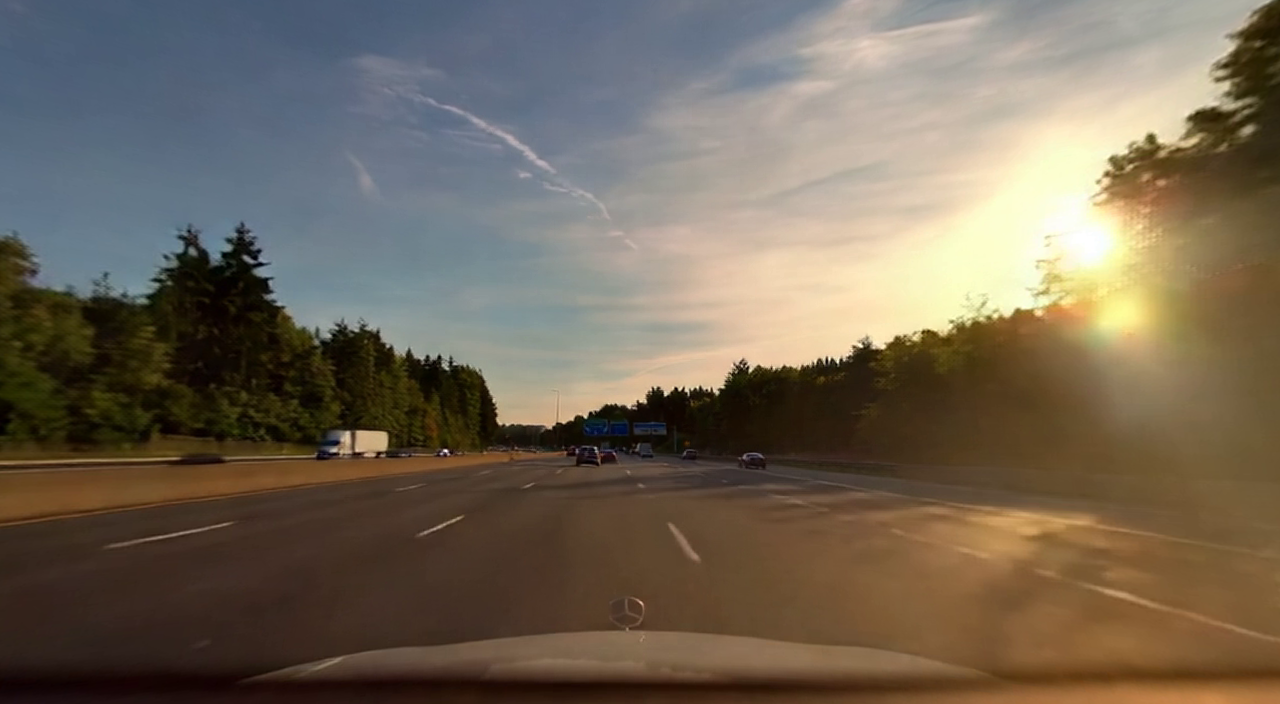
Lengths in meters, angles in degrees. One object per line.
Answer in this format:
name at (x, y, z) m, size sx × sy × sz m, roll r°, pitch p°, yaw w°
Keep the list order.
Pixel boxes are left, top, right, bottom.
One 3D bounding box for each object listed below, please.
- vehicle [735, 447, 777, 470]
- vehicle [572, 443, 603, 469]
vehicle at (8.421, 7.780, 46.159) m, size 1.989 × 1.591 × 4.348 m, roll 1°, pitch -9°, yaw -3°
vehicle at (-3.775, 7.549, 45.815) m, size 2.167 × 1.847 × 4.097 m, roll 1°, pitch -9°, yaw -4°
